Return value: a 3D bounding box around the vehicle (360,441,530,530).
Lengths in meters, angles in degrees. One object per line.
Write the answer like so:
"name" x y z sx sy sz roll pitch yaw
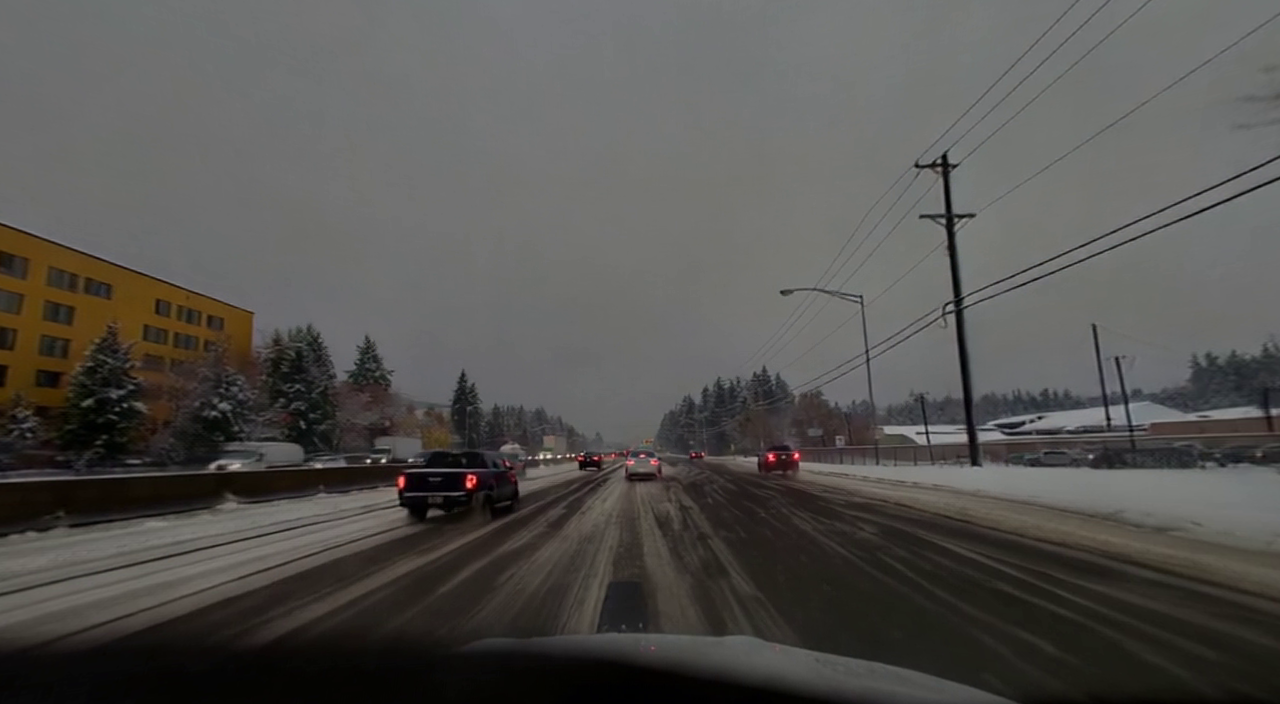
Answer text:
"vehicle" -3.810 2.671 13.345 2.059 1.508 4.662 -1 -8 1

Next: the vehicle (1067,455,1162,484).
"vehicle" 27.802 6.867 37.133 1.820 1.512 4.294 1 -9 -9

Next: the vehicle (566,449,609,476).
"vehicle" -3.114 6.636 37.976 2.034 1.466 4.363 -1 -8 3

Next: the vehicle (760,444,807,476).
"vehicle" 8.792 6.648 39.077 2.106 1.817 4.845 -1 -8 4

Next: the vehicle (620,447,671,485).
"vehicle" 0.243 5.034 28.160 2.107 1.538 3.999 -1 -8 0

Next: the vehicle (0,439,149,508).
"vehicle" -16.471 3.264 17.395 2.017 1.664 4.715 0 -8 0

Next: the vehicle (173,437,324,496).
"vehicle" -12.743 3.739 20.974 2.037 1.712 4.530 -1 -8 1
